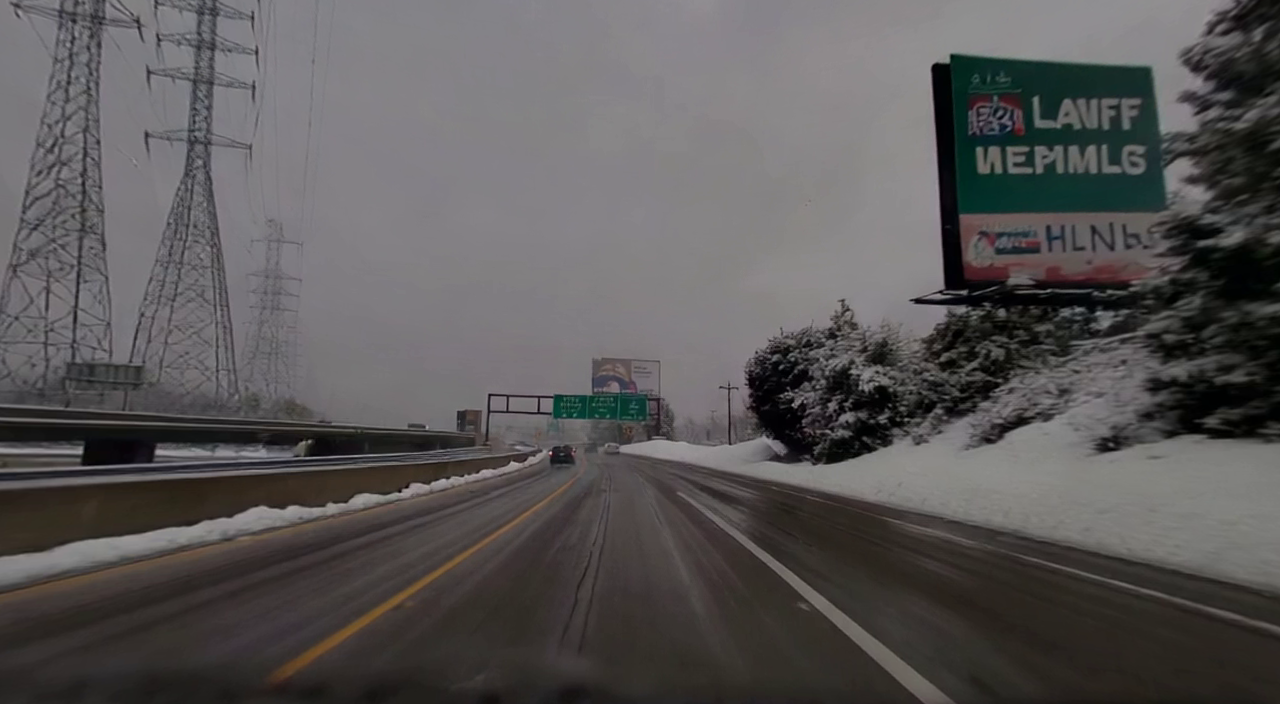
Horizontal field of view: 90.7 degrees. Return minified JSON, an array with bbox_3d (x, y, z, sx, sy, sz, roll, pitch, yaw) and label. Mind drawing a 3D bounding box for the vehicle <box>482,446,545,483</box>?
[{"bbox_3d":[-5.265,4.734,26.868,1.921,1.420,4.078,0,-9,-1],"label":"vehicle"}]
